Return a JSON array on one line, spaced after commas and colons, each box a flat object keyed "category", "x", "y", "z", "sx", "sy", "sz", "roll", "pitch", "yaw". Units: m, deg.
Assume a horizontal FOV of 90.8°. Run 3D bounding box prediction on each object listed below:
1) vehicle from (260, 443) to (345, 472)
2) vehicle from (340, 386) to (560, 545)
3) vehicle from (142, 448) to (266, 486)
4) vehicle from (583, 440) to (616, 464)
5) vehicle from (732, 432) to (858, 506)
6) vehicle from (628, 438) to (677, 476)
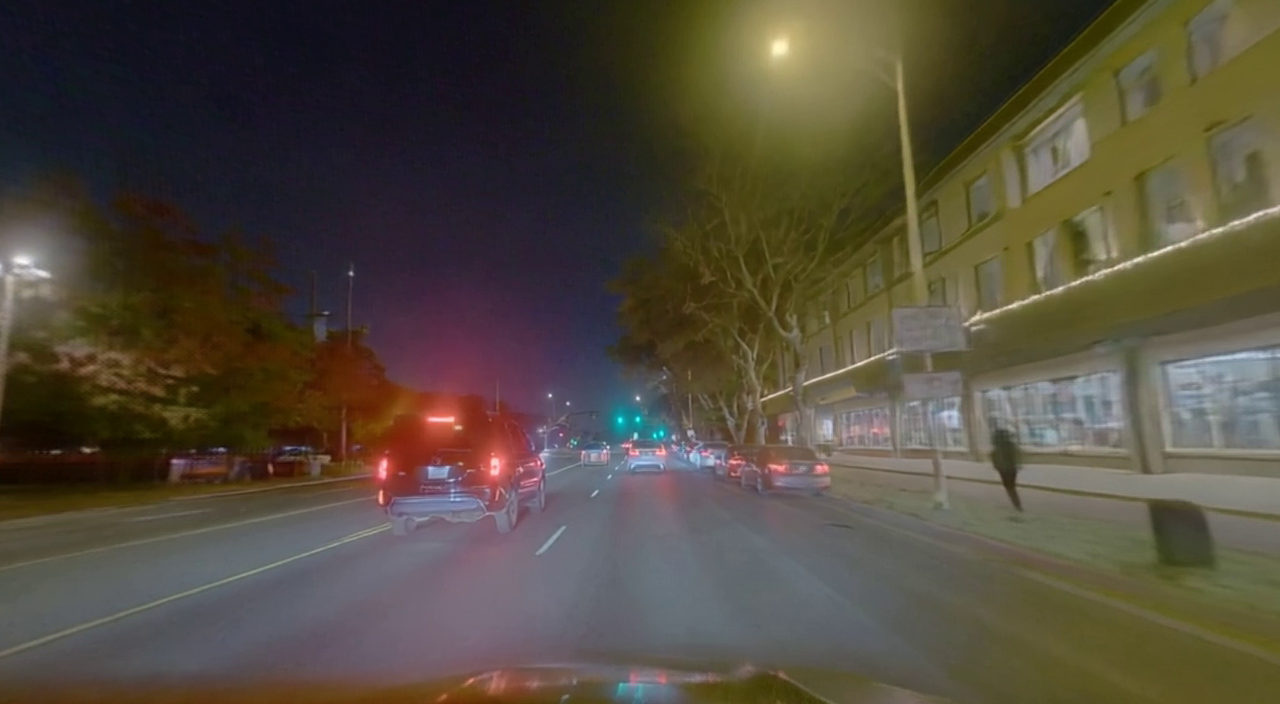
[{"category": "vehicle", "x": -23.970, "y": 7.497, "z": 45.021, "sx": 4.791, "sy": 1.928, "sz": 2.144, "roll": 0, "pitch": -9, "yaw": 1}, {"category": "vehicle", "x": -2.878, "y": 1.897, "z": 11.107, "sx": 2.213, "sy": 2.123, "sz": 5.124, "roll": 0, "pitch": -9, "yaw": 0}, {"category": "vehicle", "x": -23.089, "y": 6.076, "z": 33.585, "sx": 5.075, "sy": 1.581, "sz": 2.063, "roll": -3, "pitch": -8, "yaw": -2}, {"category": "vehicle", "x": -2.913, "y": 7.300, "z": 46.288, "sx": 2.028, "sy": 1.689, "sz": 4.162, "roll": 0, "pitch": -9, "yaw": 1}, {"category": "vehicle", "x": 3.834, "y": 2.995, "z": 16.638, "sx": 1.947, "sy": 1.646, "sz": 4.782, "roll": 0, "pitch": -9, "yaw": -2}, {"category": "vehicle", "x": 0.519, "y": 4.891, "z": 29.697, "sx": 2.126, "sy": 1.657, "sz": 4.132, "roll": 0, "pitch": -9, "yaw": -1}]
